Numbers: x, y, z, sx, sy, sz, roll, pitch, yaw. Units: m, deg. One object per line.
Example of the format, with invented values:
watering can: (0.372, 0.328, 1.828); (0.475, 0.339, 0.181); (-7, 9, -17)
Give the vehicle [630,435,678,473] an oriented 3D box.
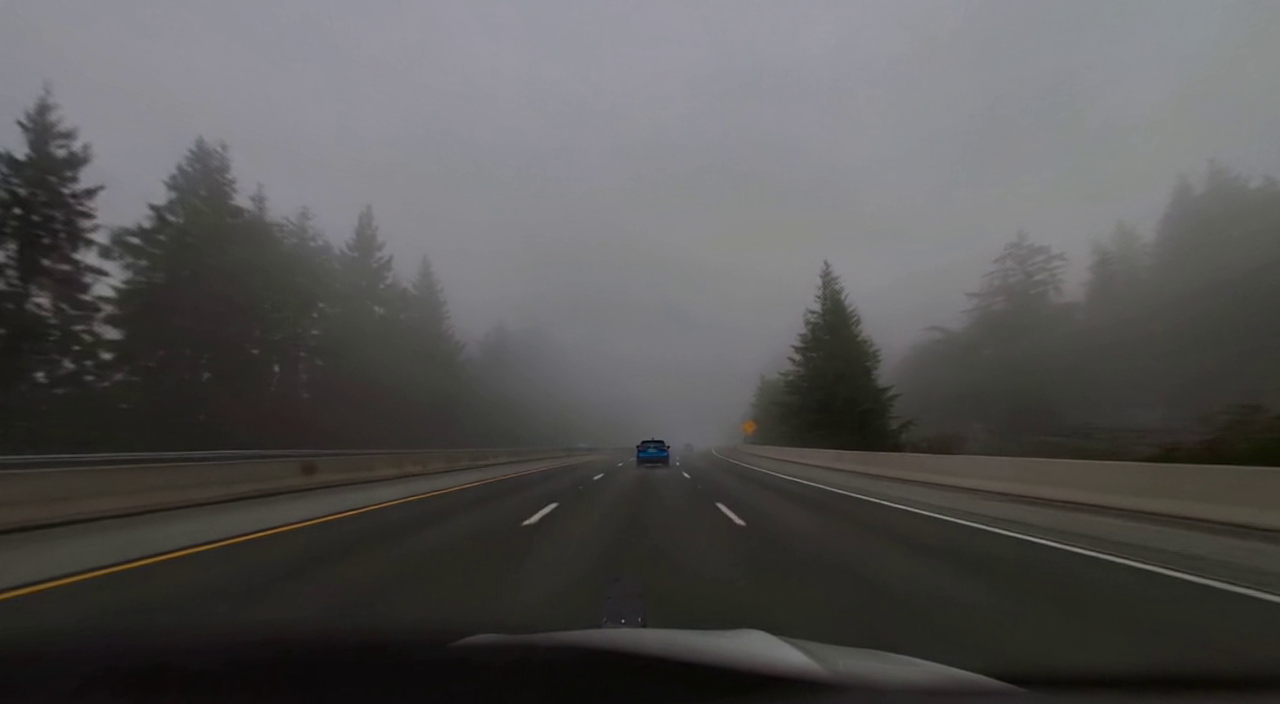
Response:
vehicle: (0.669, 4.894, 30.439); (2.133, 1.686, 4.203); (0, -8, 1)
